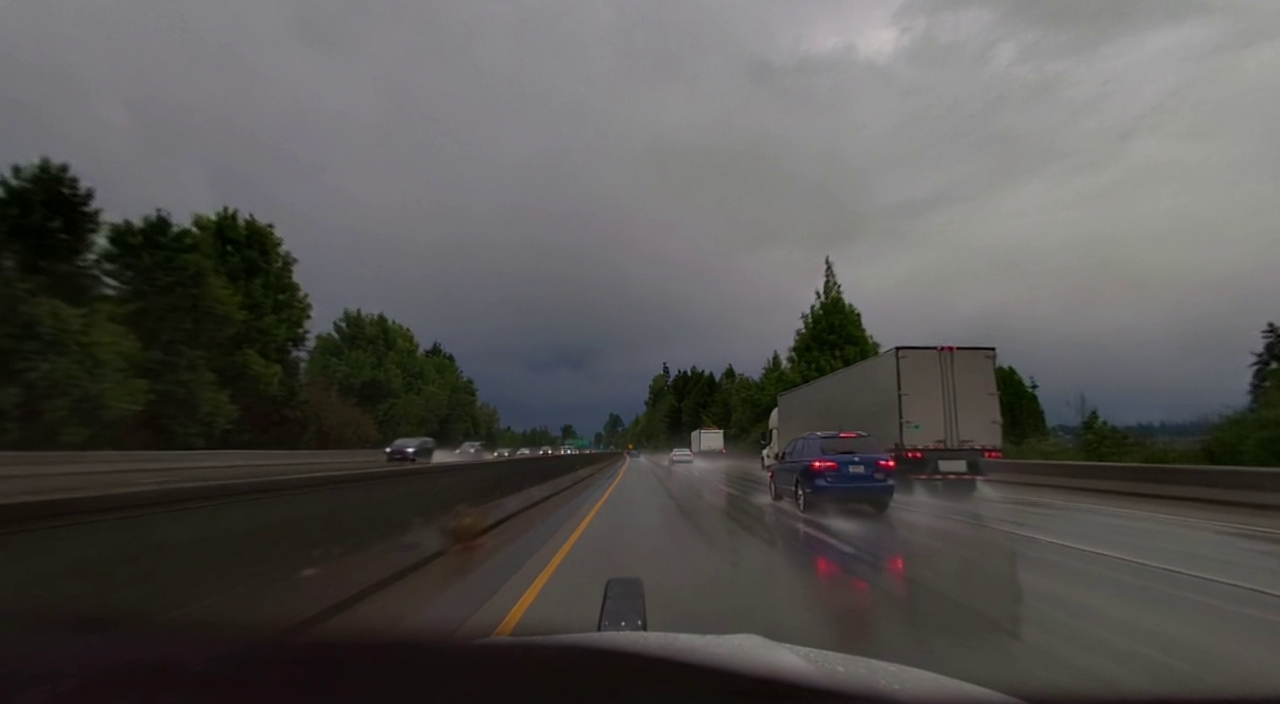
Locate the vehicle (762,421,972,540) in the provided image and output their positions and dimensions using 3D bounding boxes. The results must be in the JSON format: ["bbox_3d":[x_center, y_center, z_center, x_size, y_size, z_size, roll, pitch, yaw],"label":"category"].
[{"bbox_3d":[3.604,2.138,11.001,2.022,1.658,4.132,0,-9,-1],"label":"vehicle"}]

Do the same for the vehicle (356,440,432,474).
[{"bbox_3d":[-13.372,5.730,34.629,2.019,1.690,5.126,0,-9,1],"label":"vehicle"}]

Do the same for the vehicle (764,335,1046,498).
[{"bbox_3d":[8.112,2.852,23.875,3.441,4.016,16.812,0,-9,0],"label":"vehicle"}]
